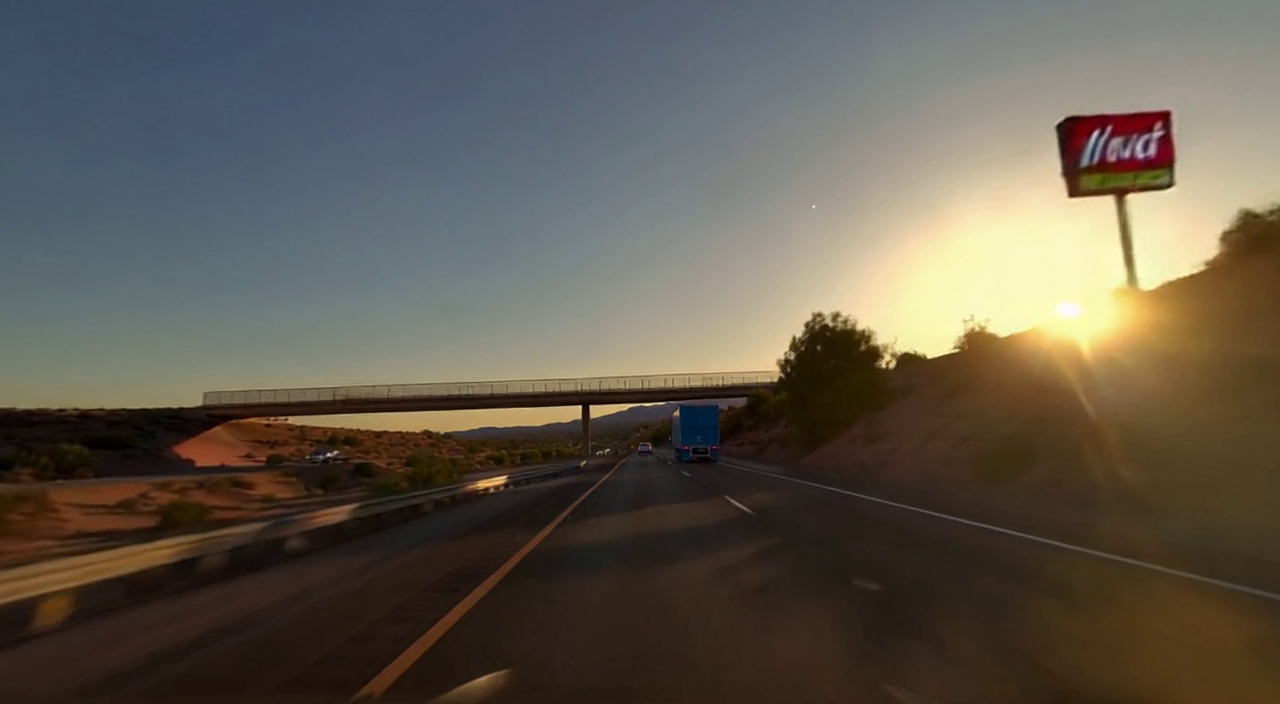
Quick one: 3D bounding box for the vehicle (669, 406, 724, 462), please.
[{"bbox_3d":[4.083,6.326,48.027,3.024,3.834,10.128,0,-8,-1],"label":"vehicle"}]
